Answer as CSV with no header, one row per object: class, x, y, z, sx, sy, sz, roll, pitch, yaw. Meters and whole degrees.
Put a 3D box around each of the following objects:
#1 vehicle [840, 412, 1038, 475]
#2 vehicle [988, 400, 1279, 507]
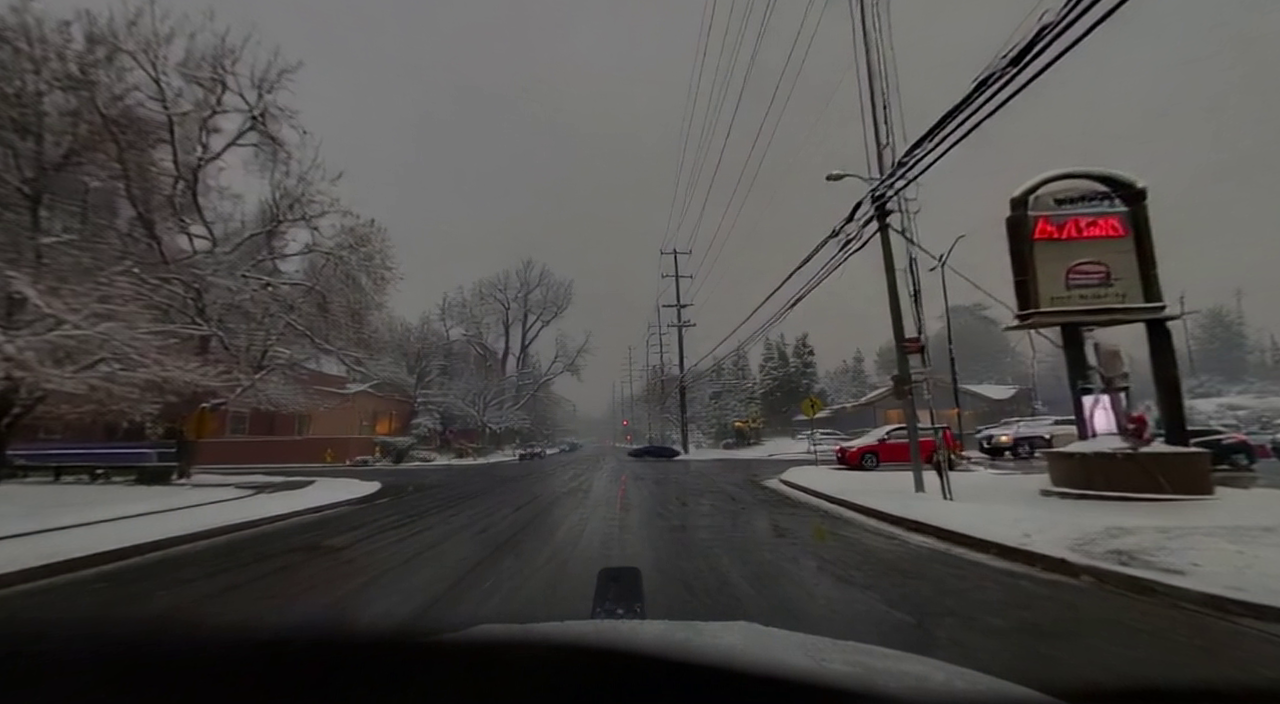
vehicle,10.067,3.143,21.609,5.593,1.993,2.233,0,-8,0
vehicle,10.106,1.835,11.590,6.000,1.740,2.356,0,-8,-2
